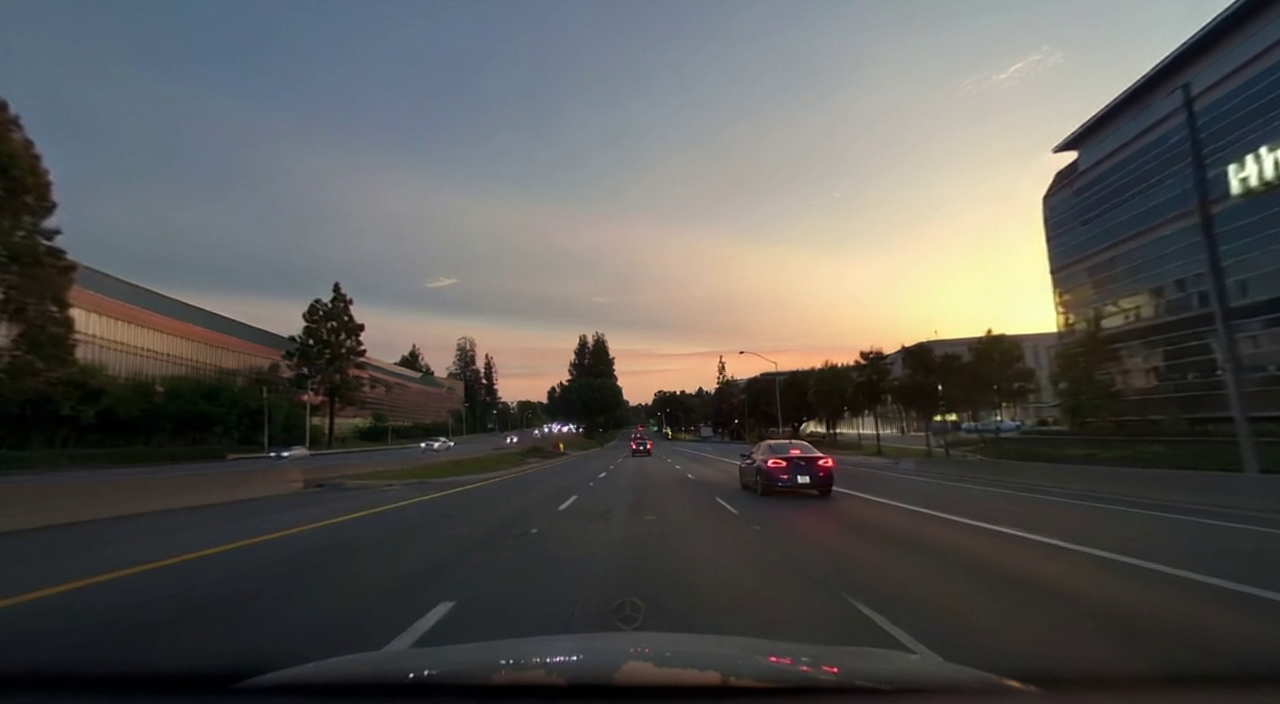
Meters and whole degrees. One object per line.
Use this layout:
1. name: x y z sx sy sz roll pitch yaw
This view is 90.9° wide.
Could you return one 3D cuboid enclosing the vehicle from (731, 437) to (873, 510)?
1. vehicle: 3.562 2.740 14.793 2.069 1.431 4.313 0 -8 -2
